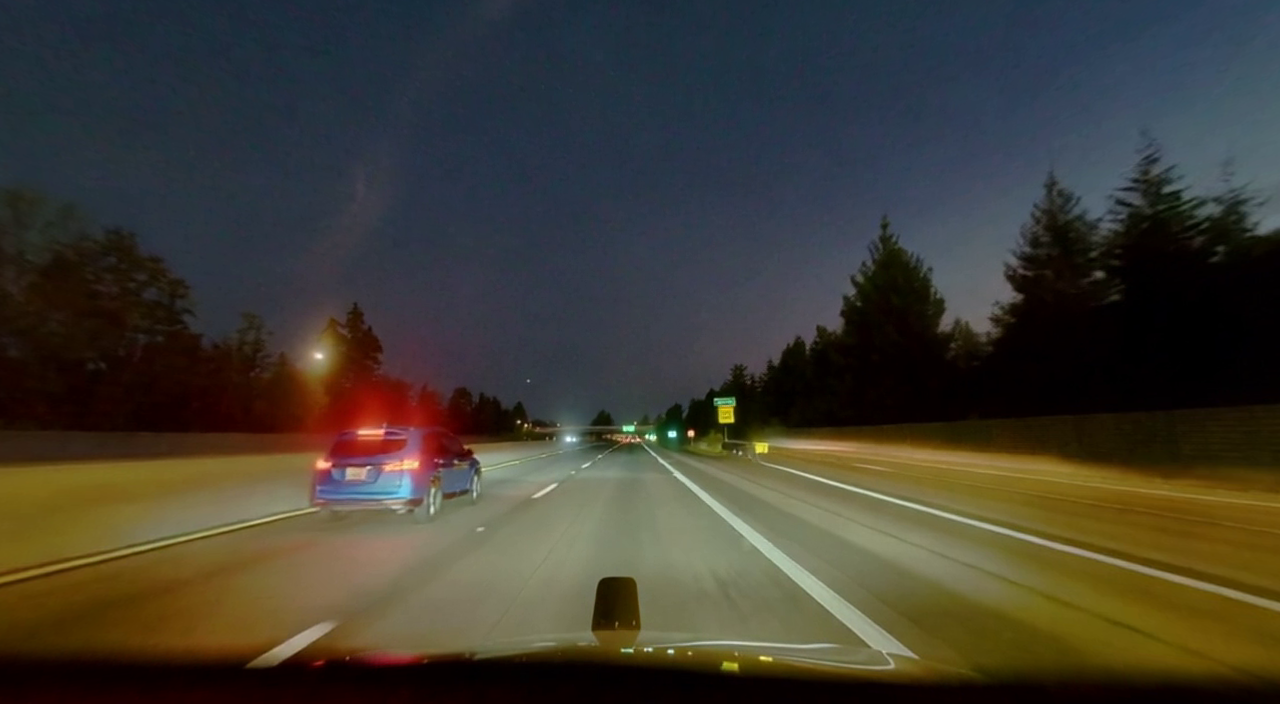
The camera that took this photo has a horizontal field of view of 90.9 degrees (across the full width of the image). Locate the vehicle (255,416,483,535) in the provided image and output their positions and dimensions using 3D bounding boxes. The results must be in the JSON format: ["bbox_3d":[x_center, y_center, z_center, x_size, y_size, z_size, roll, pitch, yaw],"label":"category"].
[{"bbox_3d":[-4.305,1.998,10.944,2.129,1.641,4.263,0,-8,-1],"label":"vehicle"}]
